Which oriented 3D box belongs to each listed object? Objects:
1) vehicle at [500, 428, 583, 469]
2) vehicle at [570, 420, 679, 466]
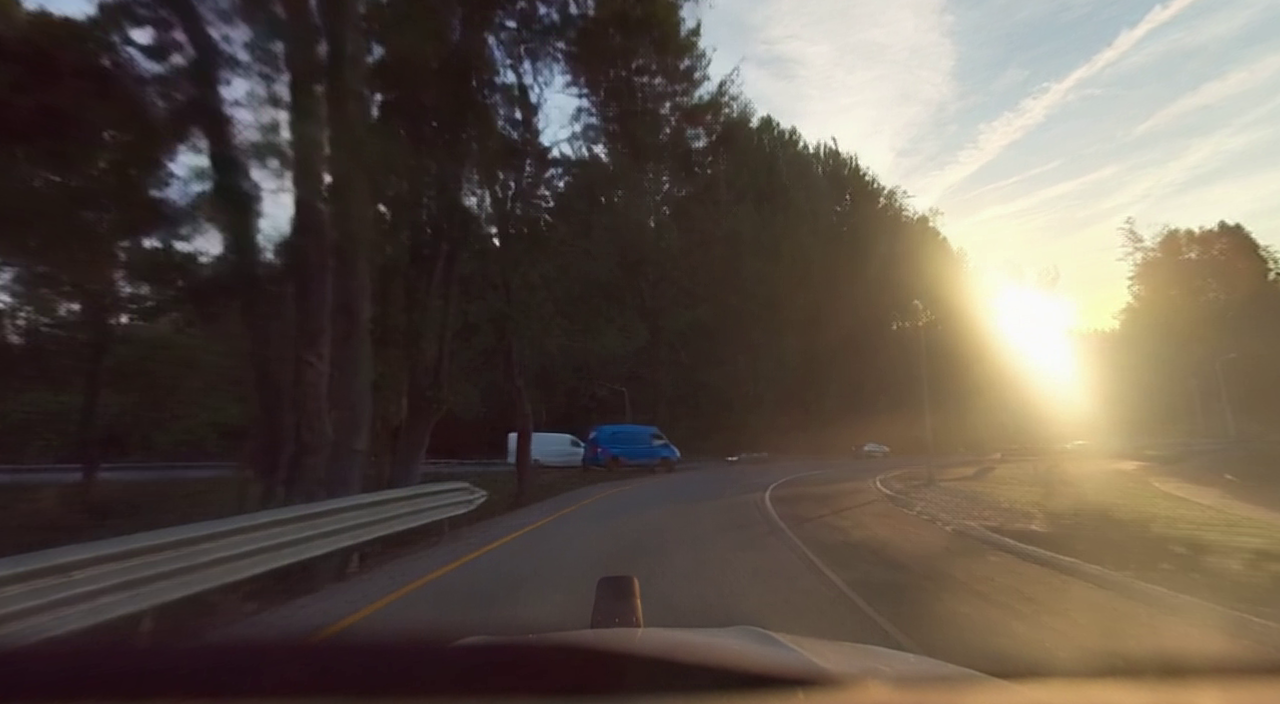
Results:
[{"bbox_3d":[-6.357,6.195,40.717,4.784,2.535,2.203,4,-9,-26],"label":"vehicle"},{"bbox_3d":[-0.999,6.271,43.362,7.155,2.942,2.420,4,-9,-26],"label":"vehicle"}]
